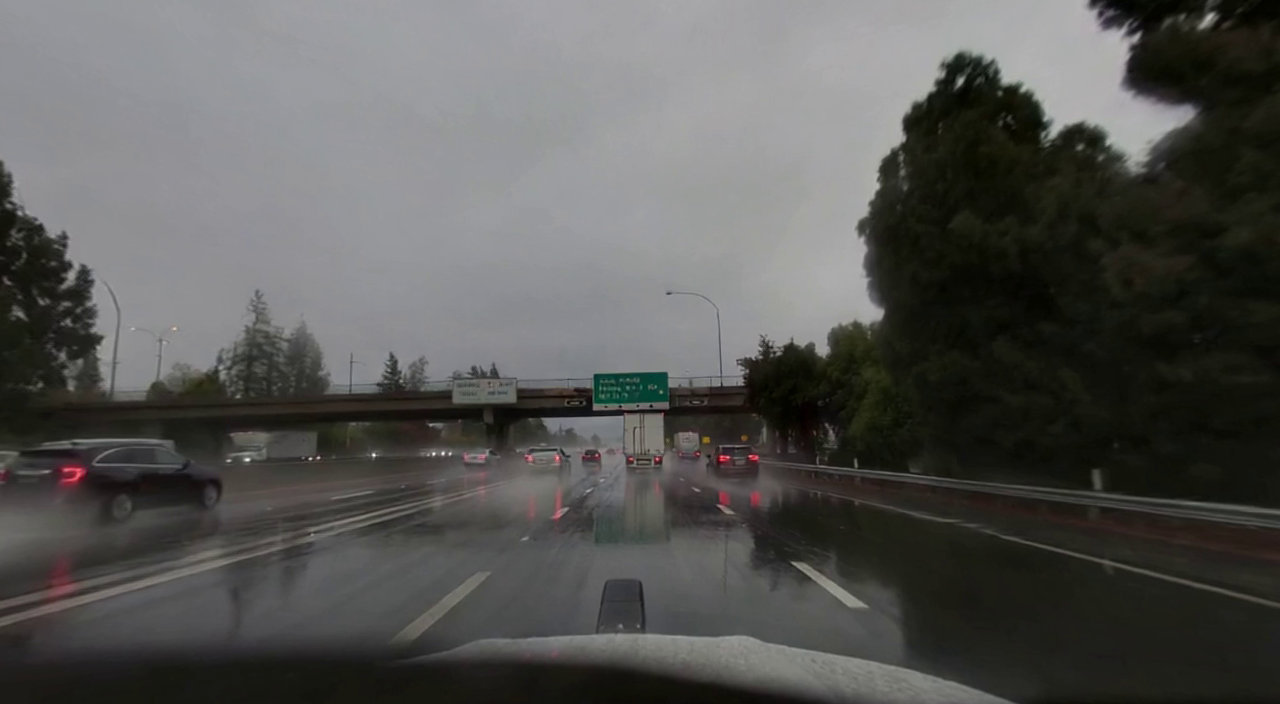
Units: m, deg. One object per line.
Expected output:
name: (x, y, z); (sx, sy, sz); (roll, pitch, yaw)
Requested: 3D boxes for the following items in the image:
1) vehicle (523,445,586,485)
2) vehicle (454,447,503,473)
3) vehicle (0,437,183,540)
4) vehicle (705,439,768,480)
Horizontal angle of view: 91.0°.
vehicle: (-3.601, 4.853, 27.283); (2.083, 1.576, 4.307); (0, -9, 1)
vehicle: (-10.890, 7.330, 42.870); (2.080, 1.637, 4.581); (0, -9, 1)
vehicle: (-11.164, 2.448, 11.788); (1.966, 1.627, 4.258); (0, -9, 0)
vehicle: (4.283, 4.880, 28.724); (2.107, 1.707, 4.445); (0, -9, 0)
